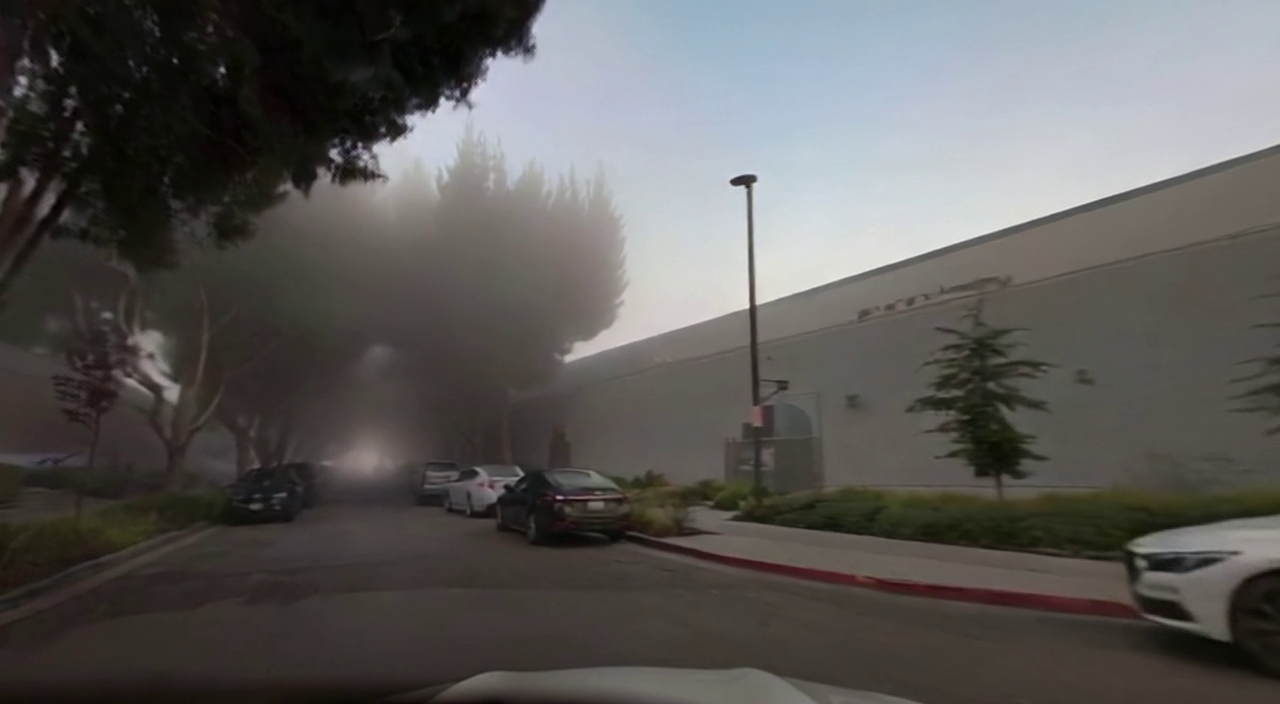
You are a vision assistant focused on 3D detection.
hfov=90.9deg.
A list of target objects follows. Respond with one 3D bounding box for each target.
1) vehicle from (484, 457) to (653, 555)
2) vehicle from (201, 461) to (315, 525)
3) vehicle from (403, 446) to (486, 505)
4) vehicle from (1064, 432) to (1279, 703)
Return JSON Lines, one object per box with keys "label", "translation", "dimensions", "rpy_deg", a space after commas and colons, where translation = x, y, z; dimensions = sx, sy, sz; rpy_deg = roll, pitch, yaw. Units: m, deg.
{"label": "vehicle", "translation": [-1.542, 2.814, 12.032], "dimensions": [1.889, 1.482, 4.118], "rpy_deg": [6, -12, -25]}
{"label": "vehicle", "translation": [-10.130, 3.736, 17.075], "dimensions": [2.018, 1.461, 4.413], "rpy_deg": [5, -12, -24]}
{"label": "vehicle", "translation": [-7.569, 4.690, 24.039], "dimensions": [2.242, 1.972, 4.898], "rpy_deg": [6, -12, -25]}
{"label": "vehicle", "translation": [5.368, 1.197, 3.434], "dimensions": [4.770, 1.448, 1.983], "rpy_deg": [-5, -12, 27]}
